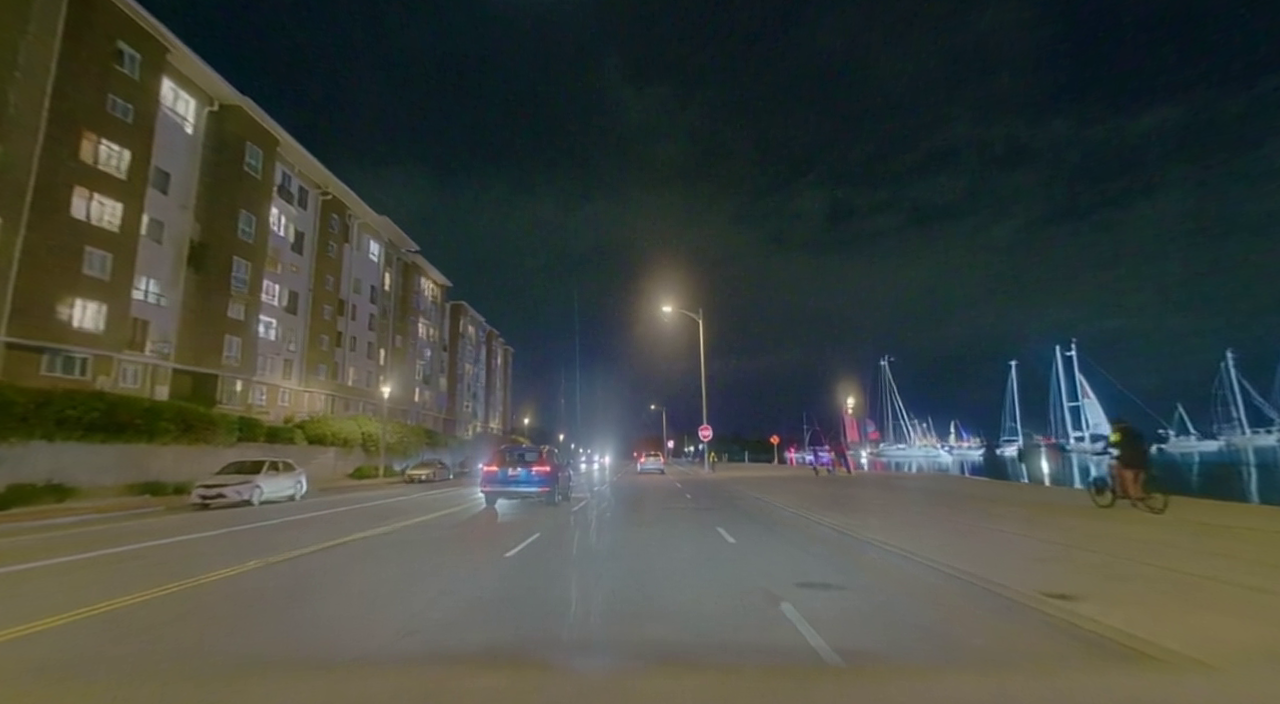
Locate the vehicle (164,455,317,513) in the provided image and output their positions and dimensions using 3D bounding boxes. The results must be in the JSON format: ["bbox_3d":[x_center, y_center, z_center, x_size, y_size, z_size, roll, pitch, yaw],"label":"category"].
[{"bbox_3d":[-13.351,4.411,21.491,2.128,1.716,4.479,-1,-9,2],"label":"vehicle"}]

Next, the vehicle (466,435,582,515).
[{"bbox_3d":[-2.900,3.229,16.985,2.082,1.817,4.724,-1,-9,2],"label":"vehicle"}]

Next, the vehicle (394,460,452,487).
[{"bbox_3d":[-13.343,7.465,38.995,1.871,1.463,4.555,0,-9,1],"label":"vehicle"}]

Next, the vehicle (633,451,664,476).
[{"bbox_3d":[0.634,7.742,43.827,2.057,1.624,3.726,-1,-9,2],"label":"vehicle"}]
